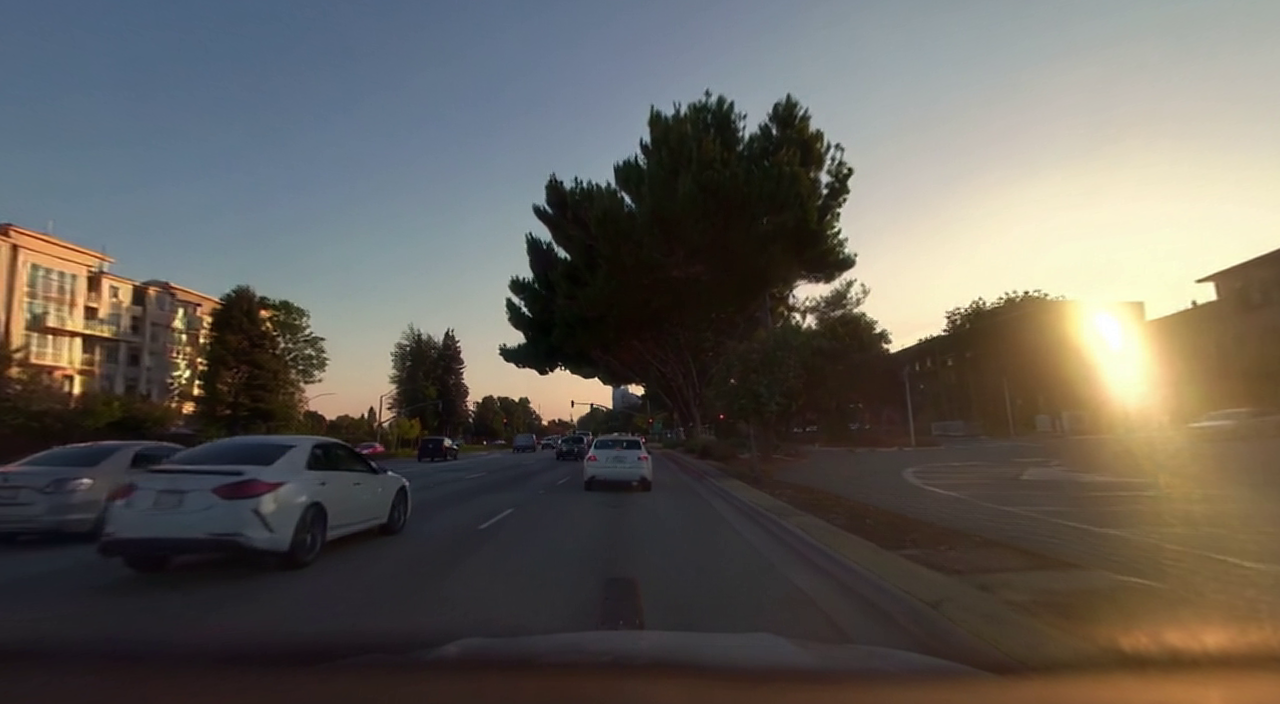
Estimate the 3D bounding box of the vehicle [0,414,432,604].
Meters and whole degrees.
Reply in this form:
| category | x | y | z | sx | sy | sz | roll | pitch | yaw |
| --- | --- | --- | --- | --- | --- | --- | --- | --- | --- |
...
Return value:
| category | x | y | z | sx | sy | sz | roll | pitch | yaw |
| --- | --- | --- | --- | --- | --- | --- | --- | --- | --- |
| vehicle | -4.249 | 1.611 | 7.466 | 2.032 | 1.515 | 4.641 | 0 | -8 | 0 |

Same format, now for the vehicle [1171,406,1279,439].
| category | x | y | z | sx | sy | sz | roll | pitch | yaw |
| --- | --- | --- | --- | --- | --- | --- | --- | --- | --- |
| vehicle | 26.711 | 3.211 | 28.647 | 3.719 | 1.416 | 1.741 | 0 | -9 | -4 |

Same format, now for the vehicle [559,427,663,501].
| category | x | y | z | sx | sy | sz | roll | pitch | yaw |
| --- | --- | --- | --- | --- | --- | --- | --- | --- | --- |
| vehicle | -0.622 | 2.589 | 14.981 | 2.099 | 1.469 | 4.389 | 0 | -8 | -1 |
